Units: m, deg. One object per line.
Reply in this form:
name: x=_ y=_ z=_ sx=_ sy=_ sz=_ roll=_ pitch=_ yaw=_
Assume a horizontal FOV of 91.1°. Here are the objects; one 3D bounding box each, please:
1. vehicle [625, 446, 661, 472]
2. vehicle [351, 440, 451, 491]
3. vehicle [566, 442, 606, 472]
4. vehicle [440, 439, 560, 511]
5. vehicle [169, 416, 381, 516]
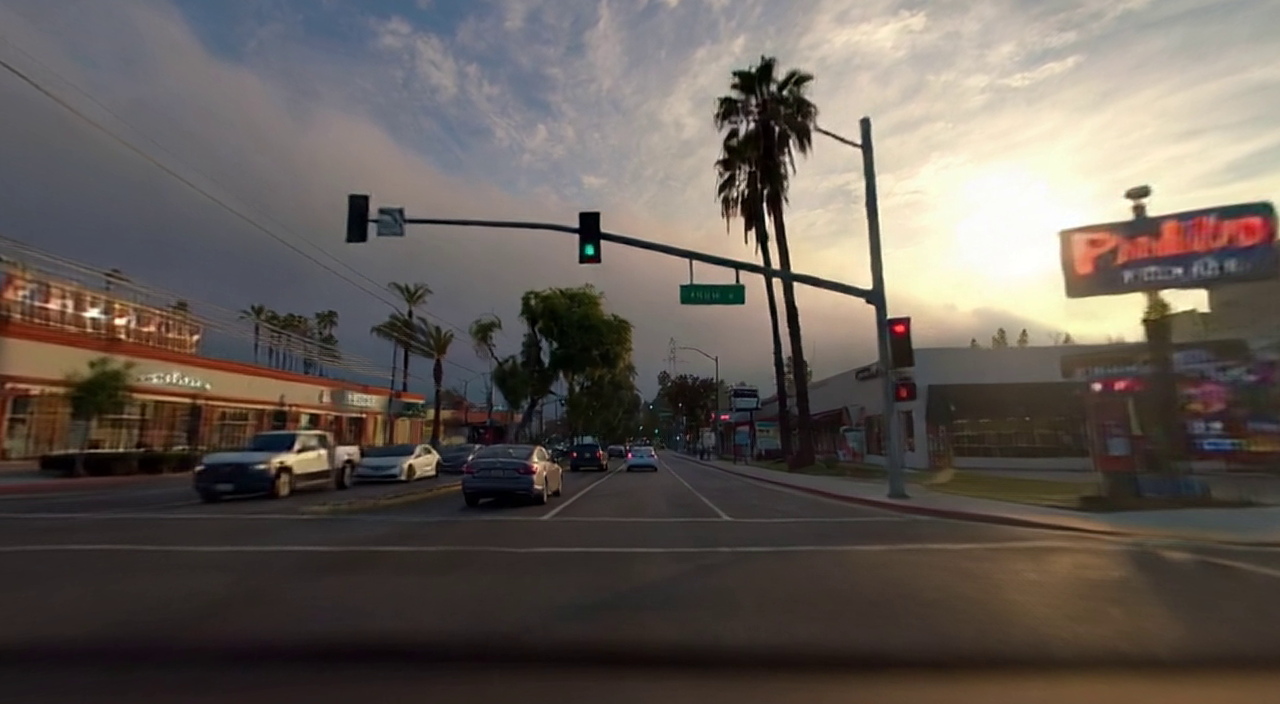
vehicle: x=0.181 y=6.516 z=38.510 sx=2.094 sy=1.496 sz=4.070 roll=0 pitch=-8 yaw=0
vehicle: x=-8.275 y=3.945 z=22.164 sx=1.893 sy=1.576 sz=4.075 roll=-2 pitch=-9 yaw=0
vehicle: x=-3.080 y=6.153 z=36.863 sx=1.979 sy=1.634 sz=3.957 roll=0 pitch=-8 yaw=0
vehicle: x=-3.294 y=2.971 z=15.705 sx=1.904 sy=1.513 sz=4.410 roll=0 pitch=-8 yaw=1
vehicle: x=-8.386 y=2.675 z=15.203 sx=2.058 sy=1.929 sz=5.123 roll=-1 pitch=-9 yaw=0
